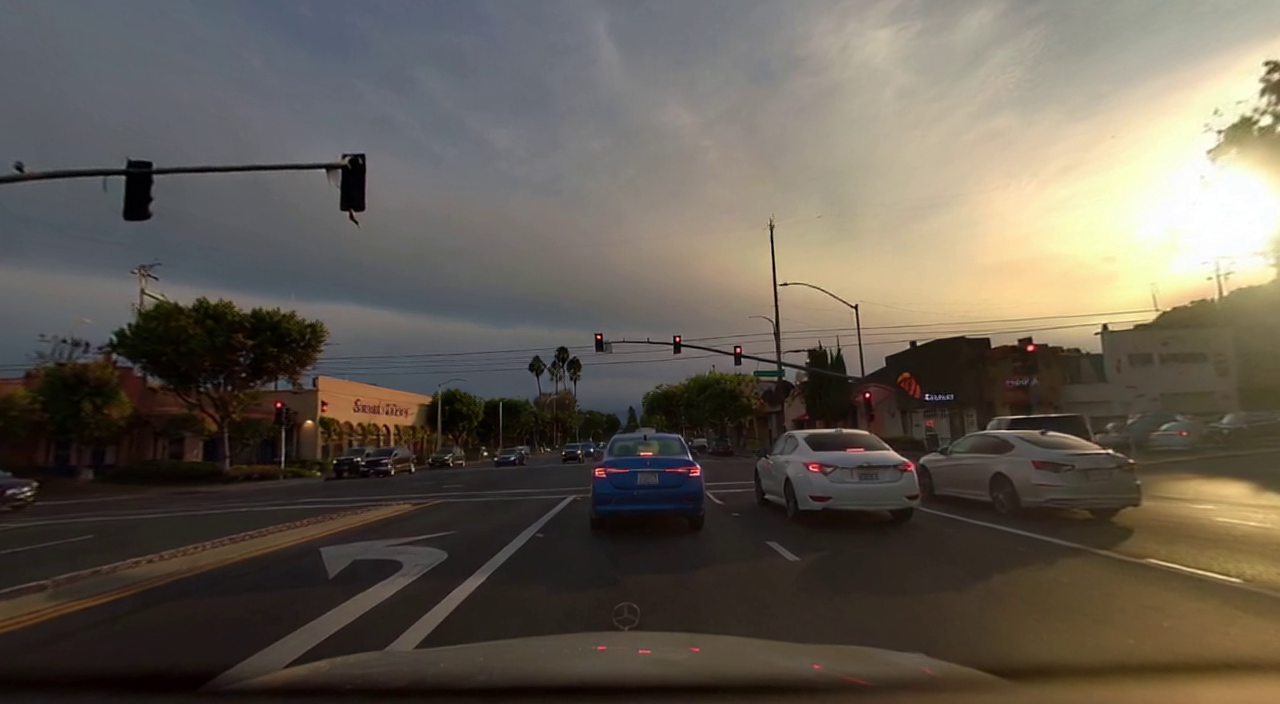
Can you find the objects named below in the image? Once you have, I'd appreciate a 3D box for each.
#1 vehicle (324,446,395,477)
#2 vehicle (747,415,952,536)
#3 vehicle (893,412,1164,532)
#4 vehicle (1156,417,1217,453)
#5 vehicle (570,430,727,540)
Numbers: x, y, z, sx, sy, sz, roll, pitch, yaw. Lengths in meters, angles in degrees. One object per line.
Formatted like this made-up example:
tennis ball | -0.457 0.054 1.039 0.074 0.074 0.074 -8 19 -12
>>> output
vehicle | -18.612 7.271 42.254 2.324 1.911 5.610 0 -8 -2
vehicle | 3.266 2.046 11.051 1.973 1.633 4.717 0 -8 0
vehicle | 6.446 2.035 11.256 2.009 1.700 4.275 0 -8 -1
vehicle | 34.030 5.184 39.273 5.099 2.063 2.237 8 -12 -44
vehicle | 0.084 2.126 10.741 2.135 1.468 4.076 0 -8 -1
